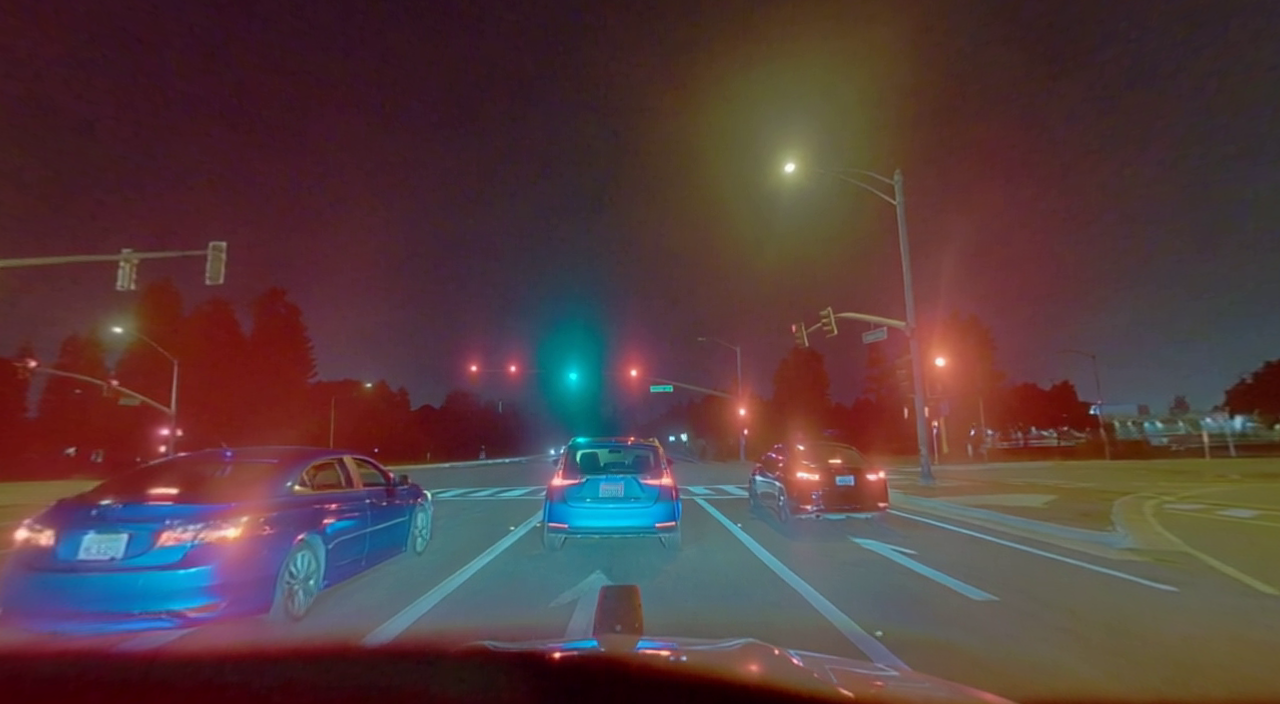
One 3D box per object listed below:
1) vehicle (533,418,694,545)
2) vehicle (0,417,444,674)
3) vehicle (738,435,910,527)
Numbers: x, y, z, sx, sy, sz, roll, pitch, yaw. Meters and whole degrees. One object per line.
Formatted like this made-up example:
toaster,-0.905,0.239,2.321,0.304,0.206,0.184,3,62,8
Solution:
vehicle,-0.351,1.929,10.003,2.038,1.599,3.844,0,-8,0
vehicle,-3.584,1.455,5.962,2.052,1.472,4.479,0,-8,0
vehicle,3.271,2.382,12.293,1.970,1.449,4.433,0,-8,-1
